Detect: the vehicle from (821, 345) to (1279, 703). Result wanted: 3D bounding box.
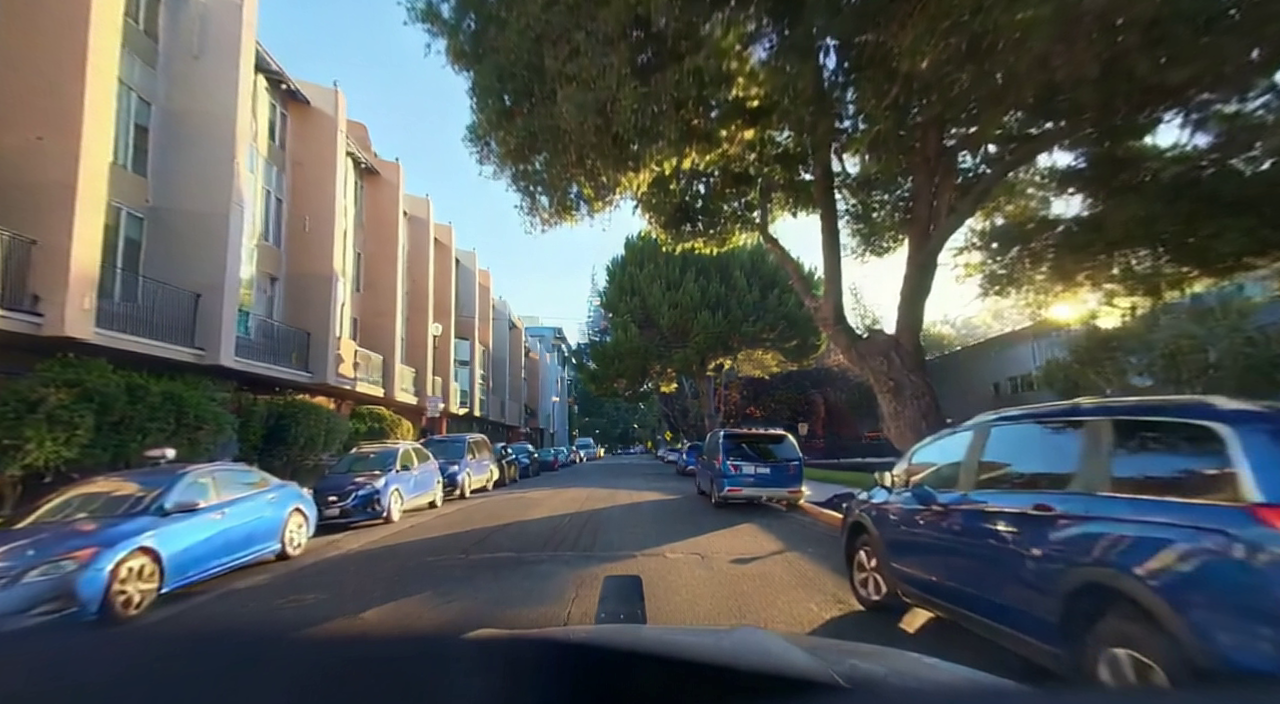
[{"bbox_3d":[2.837,1.085,3.656,2.031,1.655,5.148,0,-8,0],"label":"vehicle"}]

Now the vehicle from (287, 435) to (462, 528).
[{"bbox_3d":[-5.648,2.763,14.210,1.838,1.725,4.660,0,-8,1],"label":"vehicle"}]

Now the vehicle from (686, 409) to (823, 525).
[{"bbox_3d":[2.608,2.665,15.996,2.259,2.119,5.281,0,-2,-3],"label":"vehicle"}]

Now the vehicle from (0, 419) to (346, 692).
[{"bbox_3d":[-5.617,1.839,7.317,2.101,1.646,5.001,-1,-1,-1],"label":"vehicle"}]
